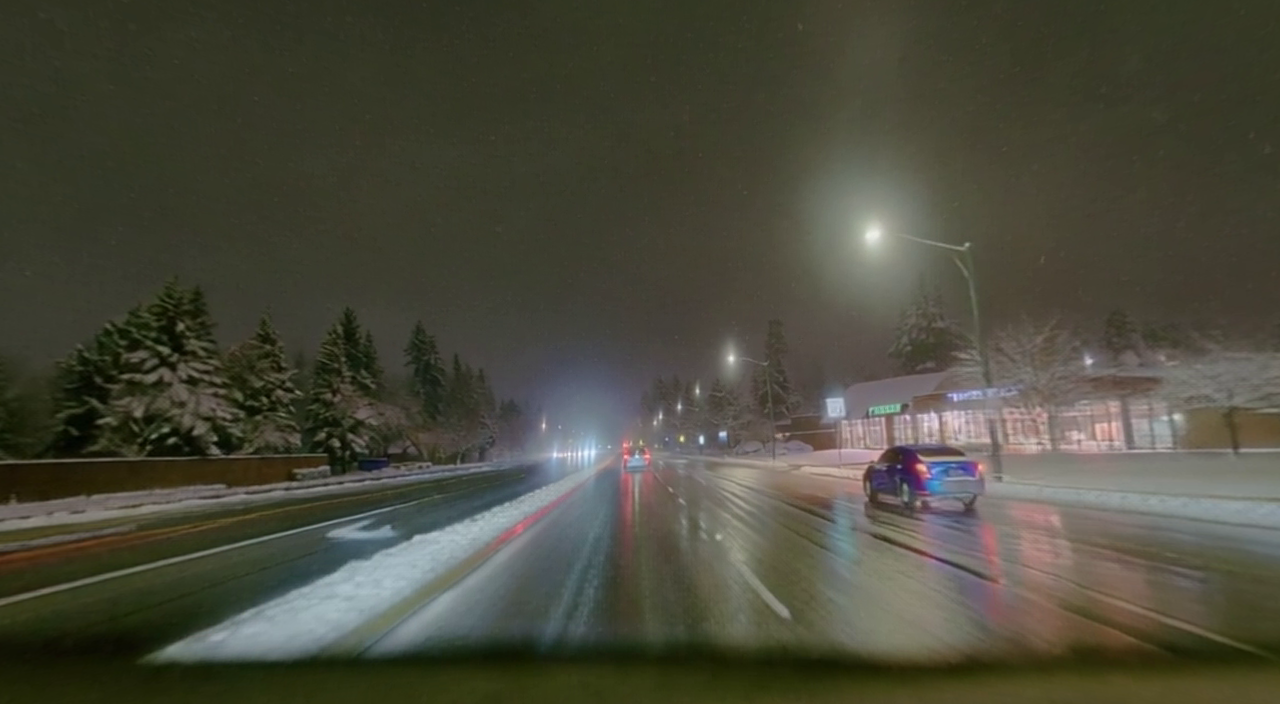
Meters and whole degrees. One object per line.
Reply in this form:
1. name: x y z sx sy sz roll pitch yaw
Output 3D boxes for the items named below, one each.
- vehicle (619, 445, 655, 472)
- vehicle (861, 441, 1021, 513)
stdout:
1. vehicle: -0.225 6.401 38.228 2.027 1.494 3.942 0 -8 -1
2. vehicle: 6.939 2.885 15.142 1.849 1.464 4.119 0 -8 1
